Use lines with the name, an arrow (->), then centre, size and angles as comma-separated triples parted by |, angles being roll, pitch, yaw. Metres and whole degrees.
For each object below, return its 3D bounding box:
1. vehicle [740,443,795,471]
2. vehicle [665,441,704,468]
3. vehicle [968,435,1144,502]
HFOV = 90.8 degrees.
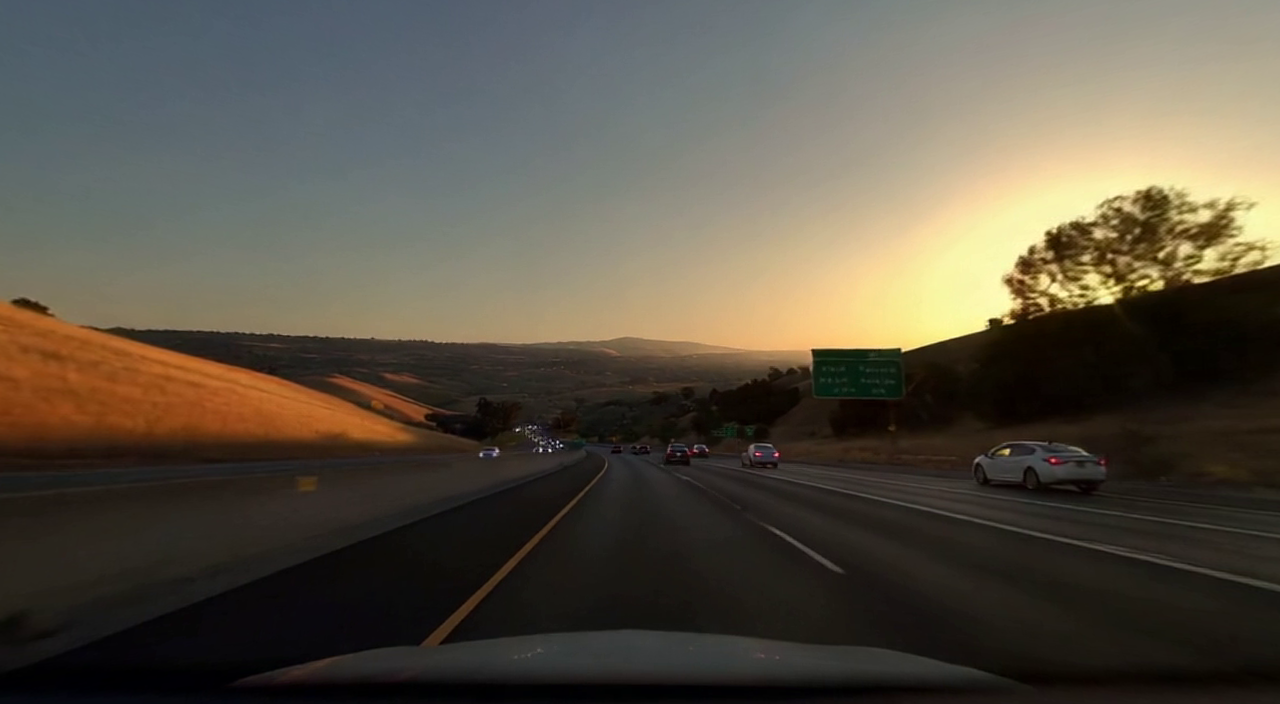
vehicle -> 6.926, 5.747, 34.737 | 1.952, 1.442, 4.259 | 0, -9, -2
vehicle -> 2.772, 6.516, 40.464 | 1.977, 1.601, 4.598 | 0, -9, -2
vehicle -> 10.941, 3.062, 17.057 | 1.844, 1.560, 4.085 | 0, -9, -1
